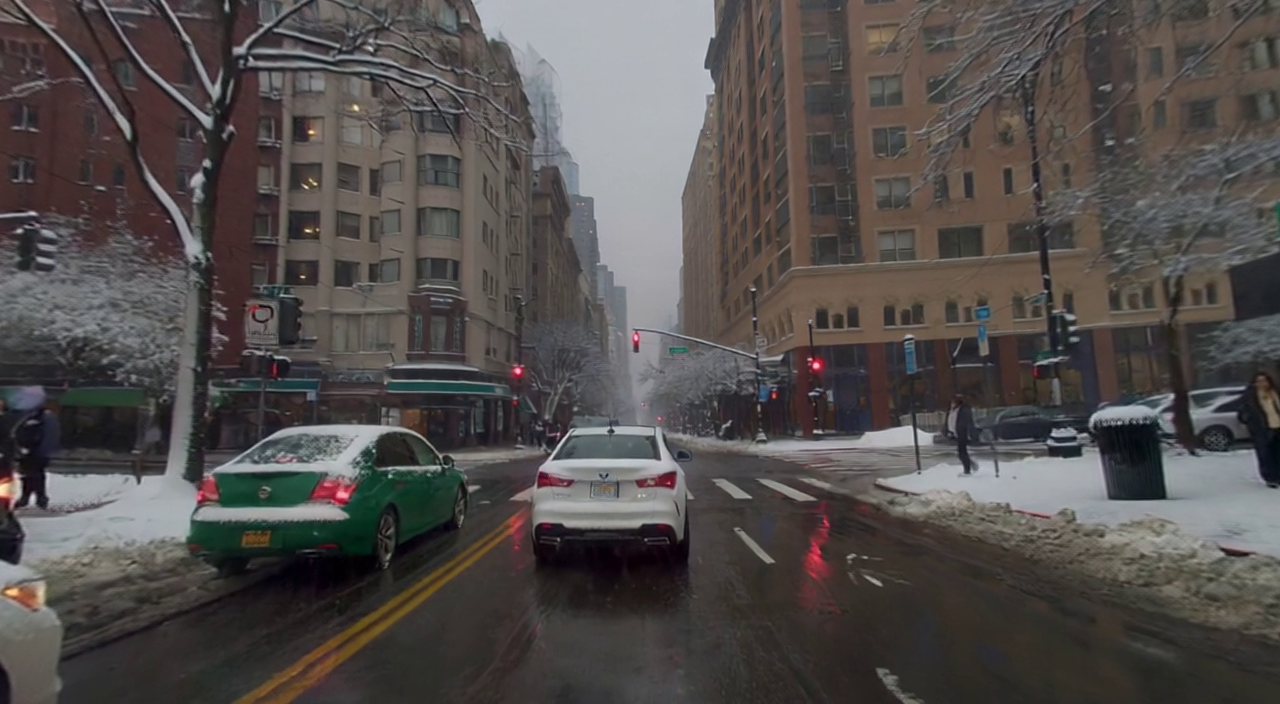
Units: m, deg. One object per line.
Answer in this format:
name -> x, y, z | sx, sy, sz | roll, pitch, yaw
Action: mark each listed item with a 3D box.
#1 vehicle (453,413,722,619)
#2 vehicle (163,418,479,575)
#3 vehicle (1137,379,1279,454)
vehicle -> -0.411, 1.518, 6.737 | 1.999, 1.520, 3.896 | 0, -8, -1
vehicle -> -3.694, 1.742, 8.415 | 1.934, 1.522, 4.287 | 0, -9, 0
vehicle -> 21.627, 2.388, 22.769 | 5.863, 2.493, 2.354 | 1, -9, -11
